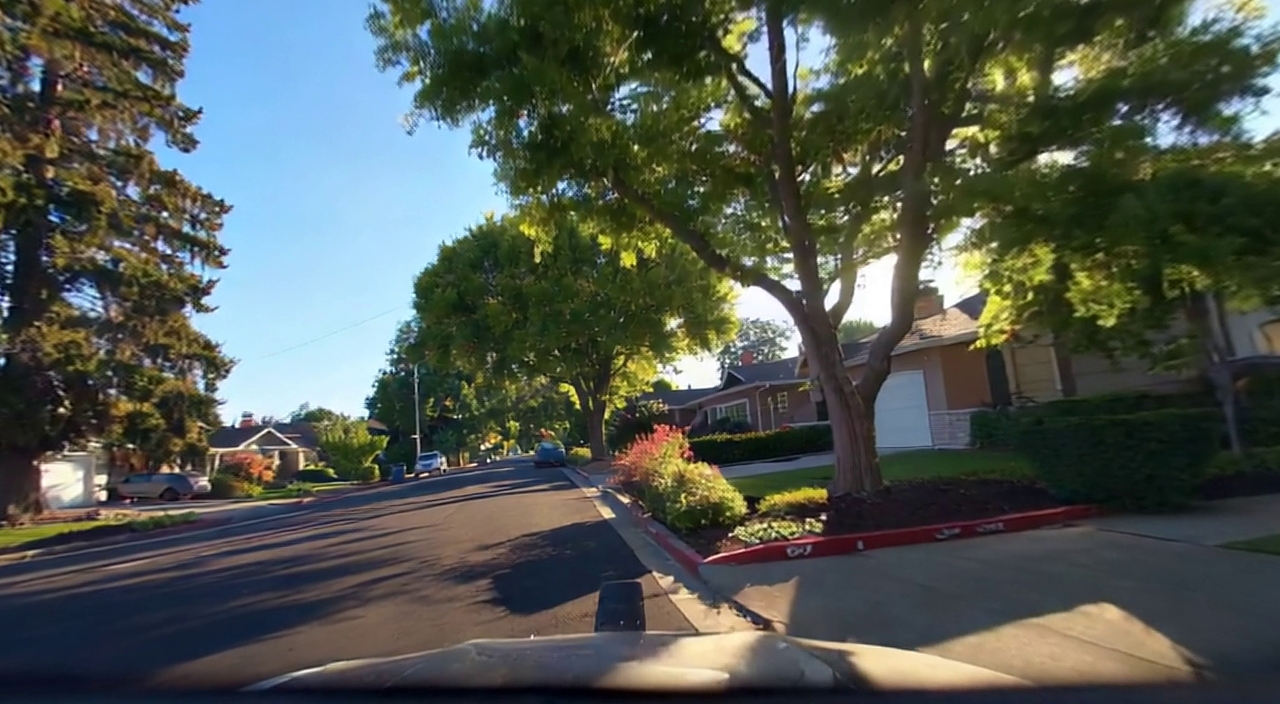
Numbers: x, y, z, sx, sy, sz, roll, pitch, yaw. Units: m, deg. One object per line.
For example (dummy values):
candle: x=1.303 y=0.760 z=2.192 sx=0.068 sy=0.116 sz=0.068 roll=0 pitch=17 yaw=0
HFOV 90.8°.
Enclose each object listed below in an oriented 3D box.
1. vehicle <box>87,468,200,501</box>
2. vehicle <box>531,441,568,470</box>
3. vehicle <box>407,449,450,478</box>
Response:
vehicle: x=-26.780 y=7.158 z=34.222 sx=4.404 sy=1.495 sz=1.844 roll=0 pitch=-9 yaw=-8
vehicle: x=-5.573 y=6.297 z=38.593 sx=2.005 sy=1.553 sz=3.984 roll=-2 pitch=-9 yaw=-10
vehicle: x=-15.632 y=8.211 z=46.934 sx=2.208 sy=1.834 sz=4.675 roll=-3 pitch=-8 yaw=-10
